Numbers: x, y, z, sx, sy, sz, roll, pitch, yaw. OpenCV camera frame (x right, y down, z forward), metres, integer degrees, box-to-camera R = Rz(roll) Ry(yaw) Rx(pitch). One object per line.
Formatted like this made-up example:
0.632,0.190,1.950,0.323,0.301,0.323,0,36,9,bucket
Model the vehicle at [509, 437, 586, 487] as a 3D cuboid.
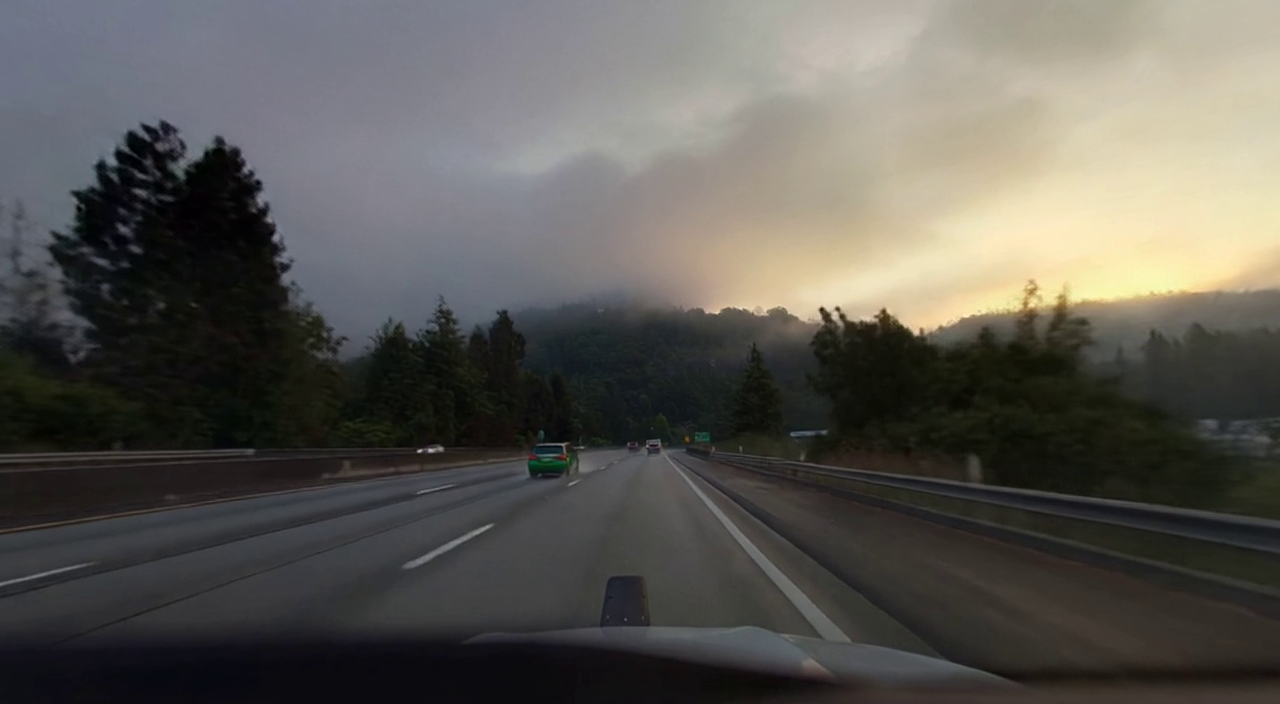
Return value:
-3.137,3.828,22.232,2.015,1.561,4.469,0,-8,0,vehicle
